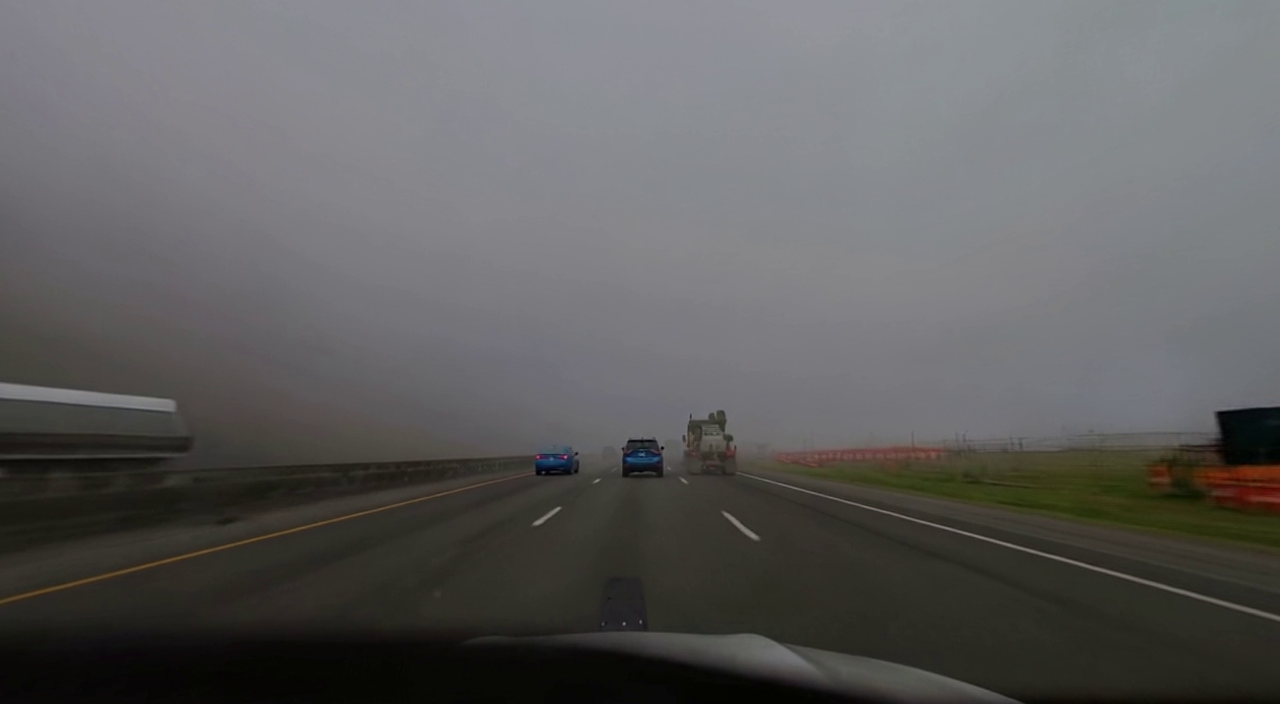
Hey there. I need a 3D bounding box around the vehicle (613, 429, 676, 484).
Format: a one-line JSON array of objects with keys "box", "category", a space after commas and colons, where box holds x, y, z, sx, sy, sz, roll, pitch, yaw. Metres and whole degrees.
[{"box": [0.197, 4.176, 25.476, 2.308, 1.993, 4.631, 0, -8, 1], "category": "vehicle"}]

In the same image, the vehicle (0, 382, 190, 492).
[{"box": [-25.193, 3.653, 26.648, 2.810, 4.052, 12.776, 0, -9, 0], "category": "vehicle"}]

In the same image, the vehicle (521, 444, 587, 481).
[{"box": [-3.636, 4.759, 27.420, 2.096, 1.469, 4.319, 0, -8, 2], "category": "vehicle"}]

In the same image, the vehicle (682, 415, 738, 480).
[{"box": [4.470, 6.374, 42.228, 2.793, 3.828, 9.580, 0, -9, 1], "category": "vehicle"}]
